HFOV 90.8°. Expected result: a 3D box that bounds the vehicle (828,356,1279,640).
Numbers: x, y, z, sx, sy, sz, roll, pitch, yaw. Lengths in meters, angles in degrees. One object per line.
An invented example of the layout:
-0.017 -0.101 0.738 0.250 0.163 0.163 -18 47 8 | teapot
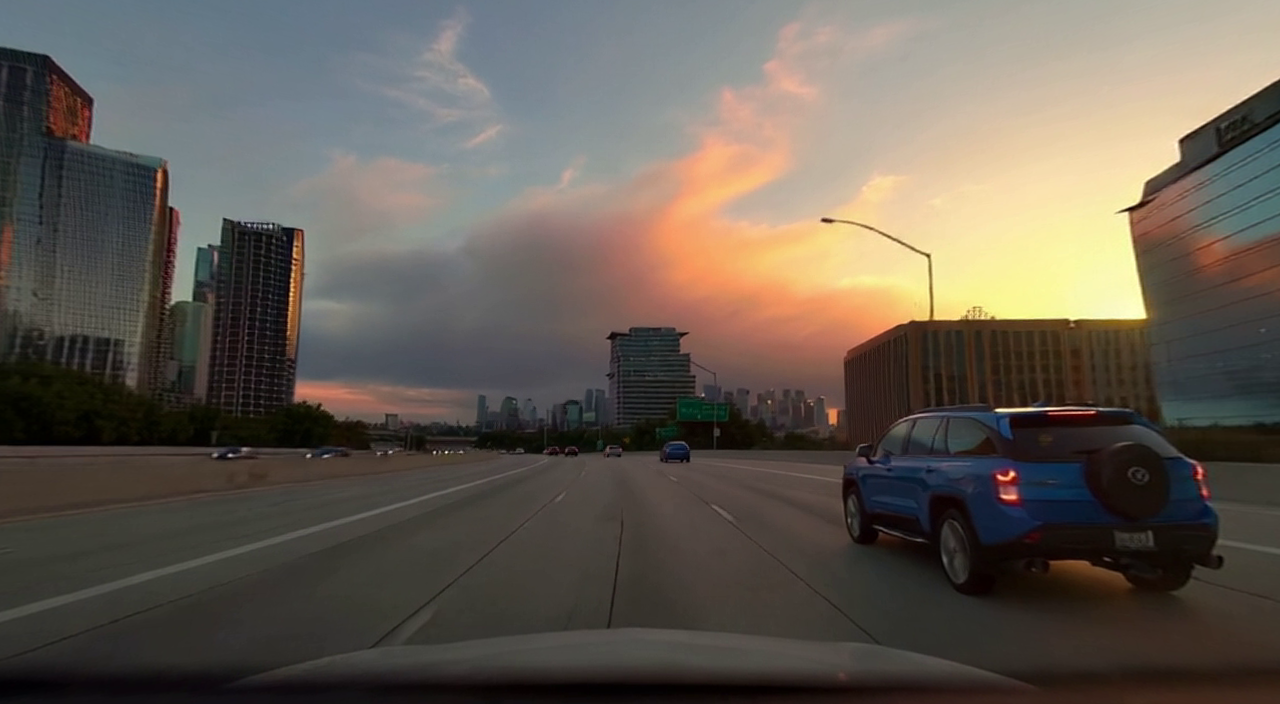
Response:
3.709 1.251 6.348 2.182 1.826 4.392 0 -8 -1 | vehicle

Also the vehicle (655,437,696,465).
2.296 6.614 42.333 2.110 1.780 4.682 1 -8 -5 | vehicle
